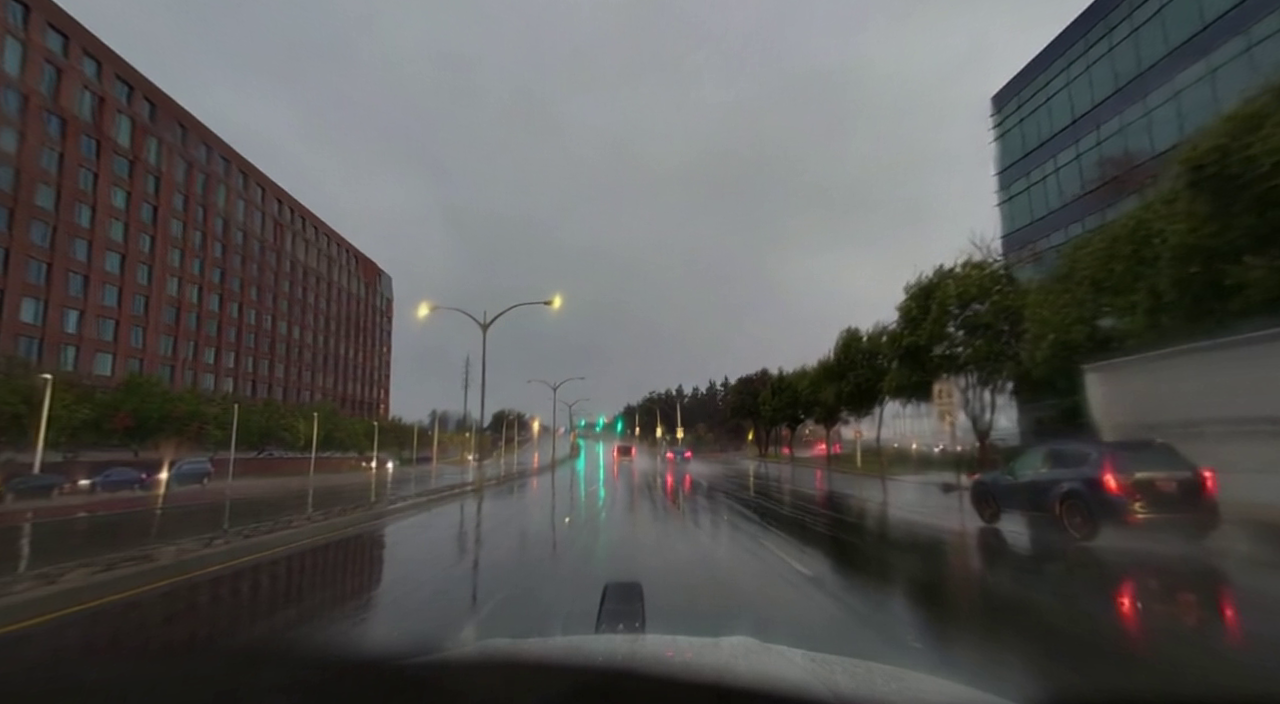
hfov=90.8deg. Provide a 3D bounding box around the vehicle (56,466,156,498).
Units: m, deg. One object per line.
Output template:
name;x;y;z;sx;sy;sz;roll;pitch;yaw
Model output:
vehicle;-29.600;7.178;35.239;1.742;1.473;4.529;0;-8;-2

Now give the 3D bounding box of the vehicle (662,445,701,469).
vehicle;2.694;6.979;42.228;2.090;1.506;4.382;0;-8;-3

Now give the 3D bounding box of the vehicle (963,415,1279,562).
vehicle;7.172;1.972;9.914;2.017;1.743;4.453;-1;-8;3

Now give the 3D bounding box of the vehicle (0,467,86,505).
vehicle;-29.211;6.357;29.799;1.854;1.450;4.937;-4;-7;-2

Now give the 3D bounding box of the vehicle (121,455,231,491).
vehicle;-29.711;7.733;40.859;2.474;1.971;6.358;0;-8;-2
